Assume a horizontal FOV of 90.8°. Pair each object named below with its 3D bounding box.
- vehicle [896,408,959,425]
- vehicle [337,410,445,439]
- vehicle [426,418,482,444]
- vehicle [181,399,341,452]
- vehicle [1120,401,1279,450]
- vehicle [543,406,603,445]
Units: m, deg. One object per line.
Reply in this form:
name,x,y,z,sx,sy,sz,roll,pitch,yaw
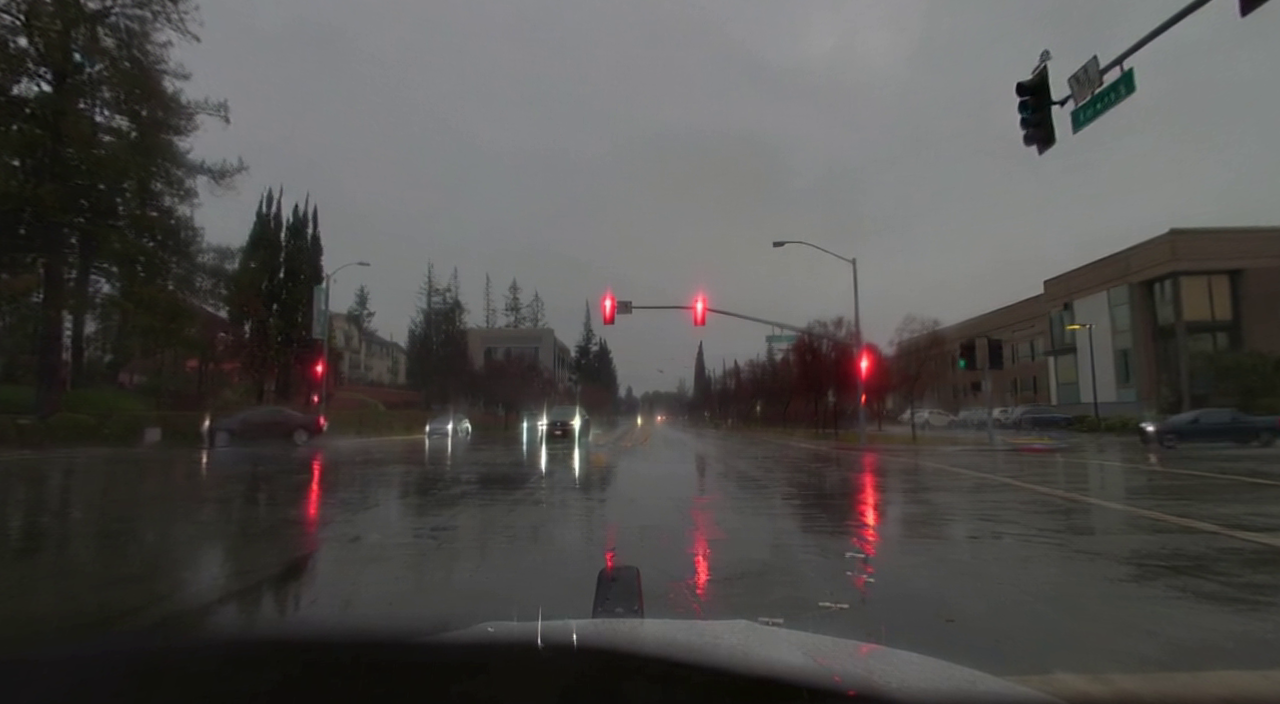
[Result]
vehicle,21.999,4.940,48.442,3.933,1.219,1.700,-1,-9,3
vehicle,-17.133,5.100,43.761,6.496,1.847,2.164,8,-12,-42
vehicle,-11.414,4.940,39.134,1.899,1.510,4.294,-1,-8,4
vehicle,-15.066,3.053,25.478,2.340,1.902,4.920,-5,-10,27
vehicle,20.037,2.625,22.287,4.454,1.643,1.809,-1,-9,9
vehicle,-3.473,4.012,33.915,2.306,1.907,5.382,-1,-9,4
